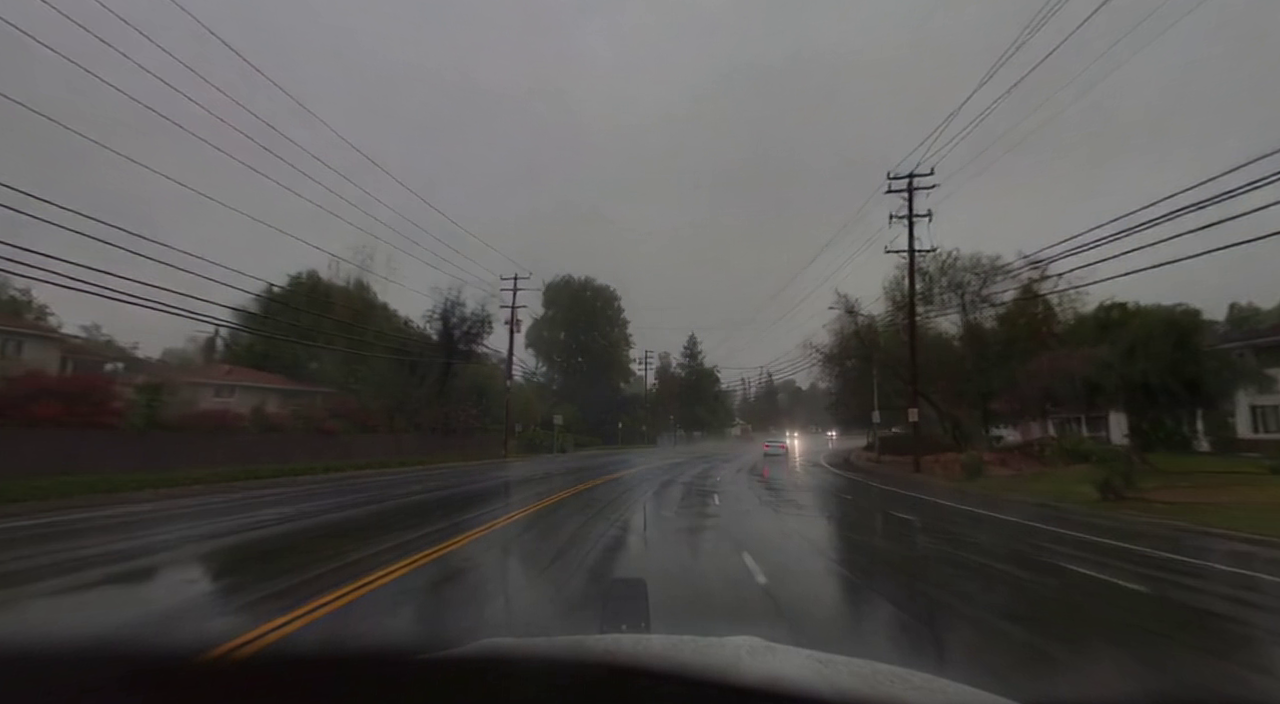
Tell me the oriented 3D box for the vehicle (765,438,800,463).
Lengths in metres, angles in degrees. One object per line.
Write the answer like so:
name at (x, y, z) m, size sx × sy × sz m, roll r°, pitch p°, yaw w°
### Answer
vehicle at (8.938, 6.137, 39.340) m, size 1.982 × 1.451 × 4.152 m, roll -2°, pitch -9°, yaw 13°
